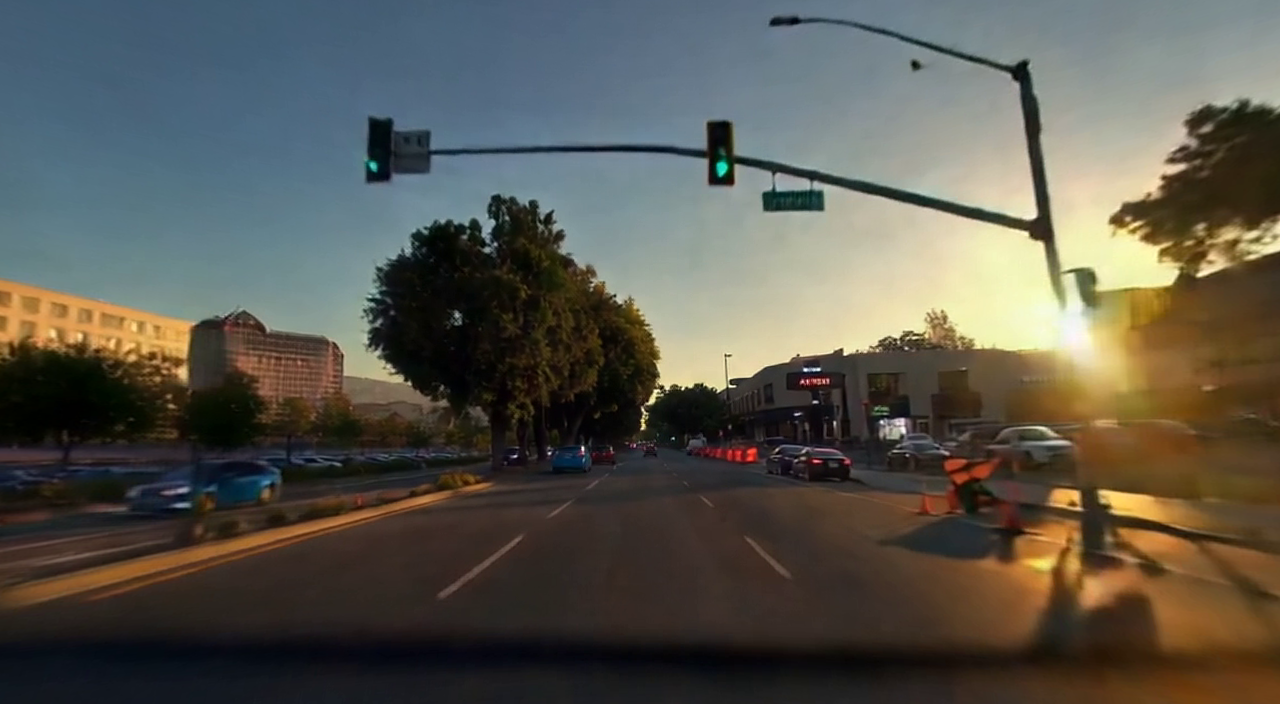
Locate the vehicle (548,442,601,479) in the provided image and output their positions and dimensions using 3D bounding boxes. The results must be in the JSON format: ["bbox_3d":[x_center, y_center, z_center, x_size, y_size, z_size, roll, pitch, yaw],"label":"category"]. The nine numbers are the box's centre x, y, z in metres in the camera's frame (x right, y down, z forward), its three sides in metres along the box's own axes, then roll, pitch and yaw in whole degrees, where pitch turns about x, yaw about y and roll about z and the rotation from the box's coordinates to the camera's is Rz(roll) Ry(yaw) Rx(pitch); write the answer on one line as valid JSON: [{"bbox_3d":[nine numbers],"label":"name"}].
[{"bbox_3d":[-2.772,4.712,27.646,1.926,1.442,4.231,0,-8,0],"label":"vehicle"}]

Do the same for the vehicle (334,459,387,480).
[{"bbox_3d":[-21.852,9.205,49.516,1.955,1.447,4.911,-1,-8,0],"label":"vehicle"}]

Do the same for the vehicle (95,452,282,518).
[{"bbox_3d":[-12.079,3.548,17.323,1.917,1.495,4.309,0,-8,1],"label":"vehicle"}]

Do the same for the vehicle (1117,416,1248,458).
[{"bbox_3d":[25.814,4.110,30.271,2.043,1.803,4.774,0,-8,0],"label":"vehicle"}]

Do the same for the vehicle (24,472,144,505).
[{"bbox_3d":[-30.304,7.395,34.465,4.708,1.457,1.821,8,-12,-43],"label":"vehicle"}]

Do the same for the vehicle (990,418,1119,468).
[{"bbox_3d":[16.076,3.577,24.794,1.984,1.774,4.406,0,-8,-1],"label":"vehicle"}]

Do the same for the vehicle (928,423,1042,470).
[{"bbox_3d":[13.531,3.753,25.091,1.916,1.683,4.516,0,-8,-1],"label":"vehicle"}]

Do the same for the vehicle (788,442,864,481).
[{"bbox_3d":[7.436,4.388,25.664,1.799,1.399,4.317,-1,-8,0],"label":"vehicle"}]
